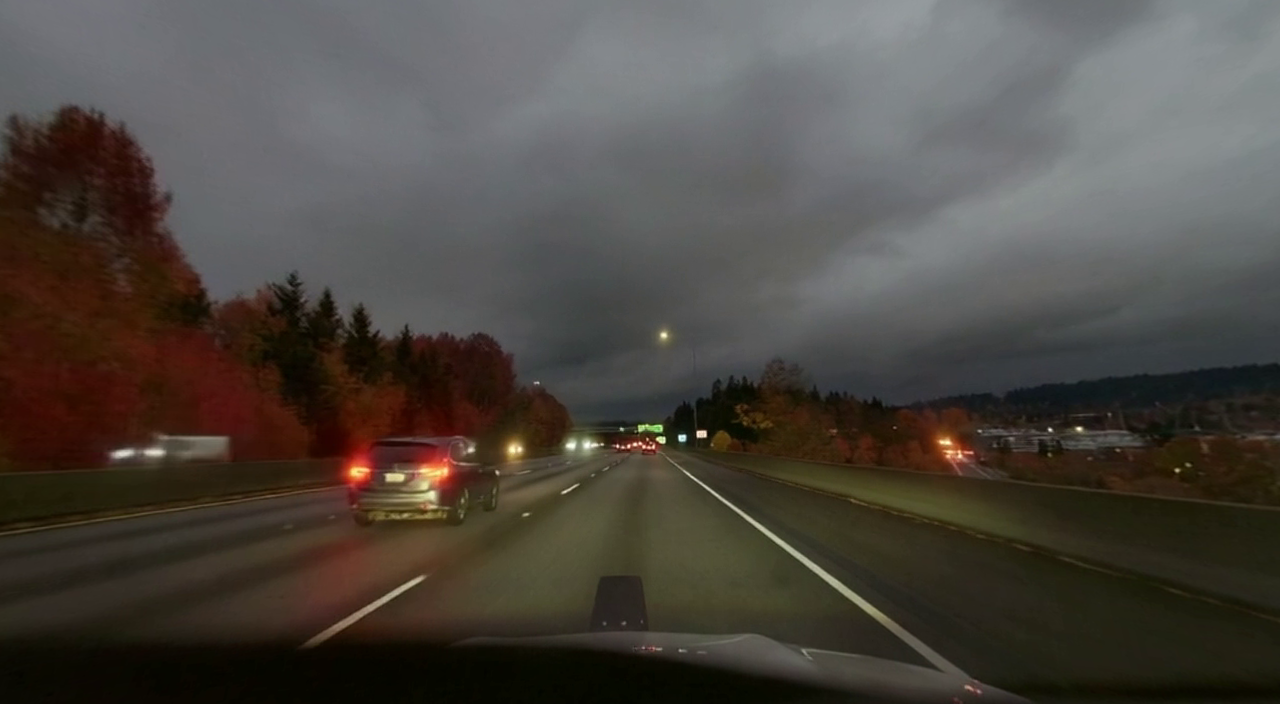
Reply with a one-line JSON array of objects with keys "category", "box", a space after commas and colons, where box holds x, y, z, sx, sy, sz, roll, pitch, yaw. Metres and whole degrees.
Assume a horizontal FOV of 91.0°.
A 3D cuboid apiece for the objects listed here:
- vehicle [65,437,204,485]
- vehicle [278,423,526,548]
[{"category": "vehicle", "box": [-20.005, 4.301, 25.190, 1.932, 1.711, 4.286, 0, -8, 0]}, {"category": "vehicle", "box": [-3.472, 2.041, 10.443, 2.061, 1.572, 4.814, 0, -8, 2]}]
